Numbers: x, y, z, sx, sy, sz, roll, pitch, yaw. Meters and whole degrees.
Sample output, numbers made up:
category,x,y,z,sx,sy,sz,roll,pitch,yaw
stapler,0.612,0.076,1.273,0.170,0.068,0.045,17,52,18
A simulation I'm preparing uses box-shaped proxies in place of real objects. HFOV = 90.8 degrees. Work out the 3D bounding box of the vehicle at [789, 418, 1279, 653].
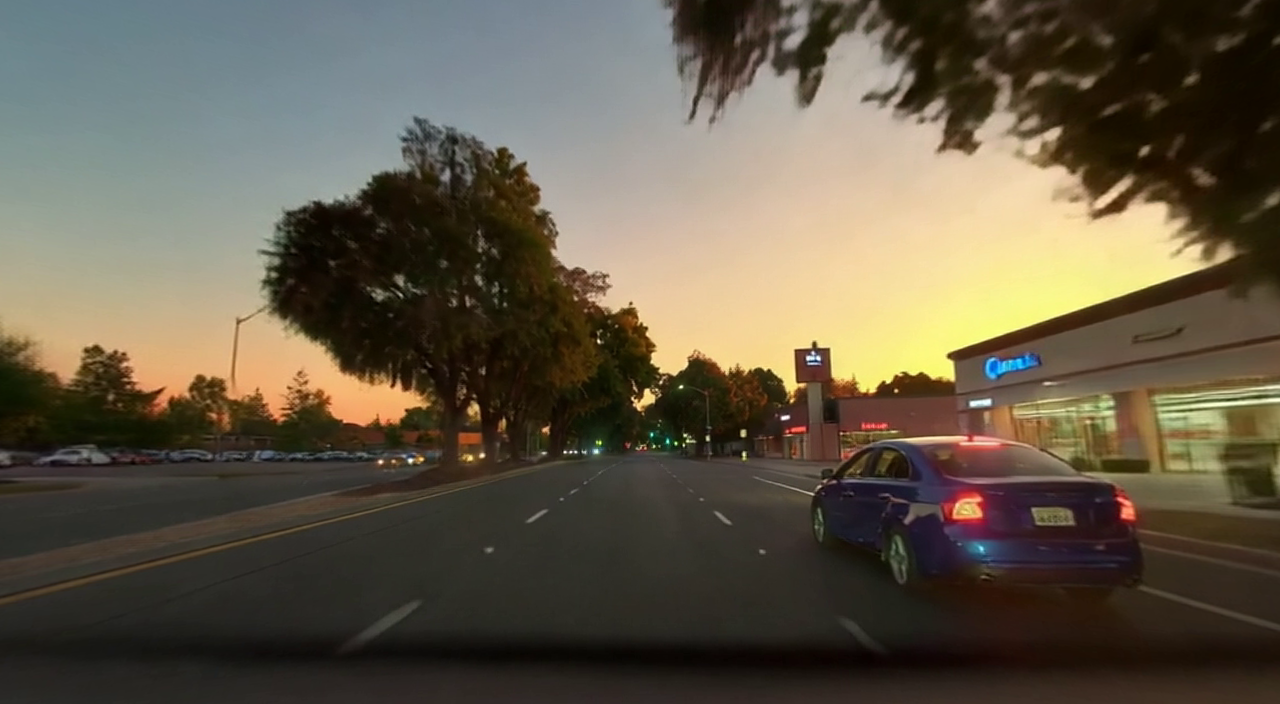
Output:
category,x,y,z,sx,sy,sz,roll,pitch,yaw
vehicle,3.103,1.515,6.394,2.004,1.470,4.544,0,-8,-1
